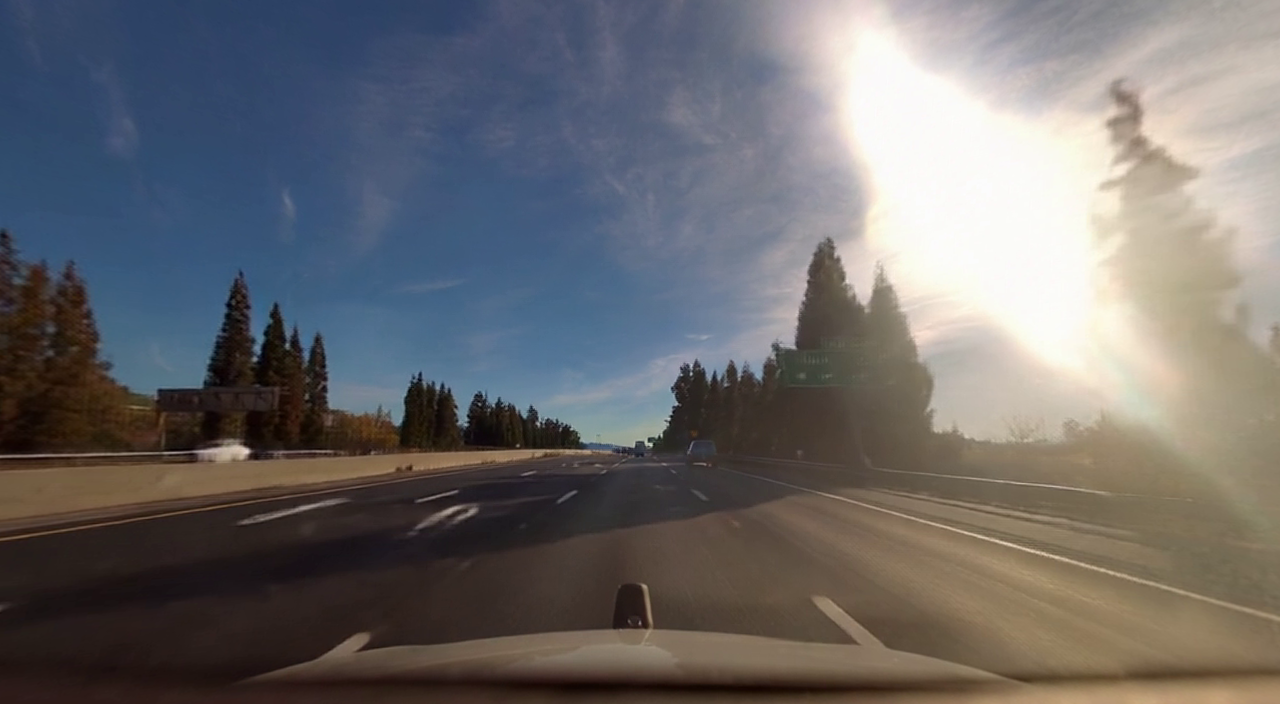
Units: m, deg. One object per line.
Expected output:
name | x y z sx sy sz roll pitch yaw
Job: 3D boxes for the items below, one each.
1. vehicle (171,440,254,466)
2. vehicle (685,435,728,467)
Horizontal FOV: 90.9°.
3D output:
vehicle | -29.202 6.913 43.334 2.106 1.690 5.087 0 -8 1
vehicle | 4.250 6.402 41.051 2.172 1.930 4.879 0 -8 -1
